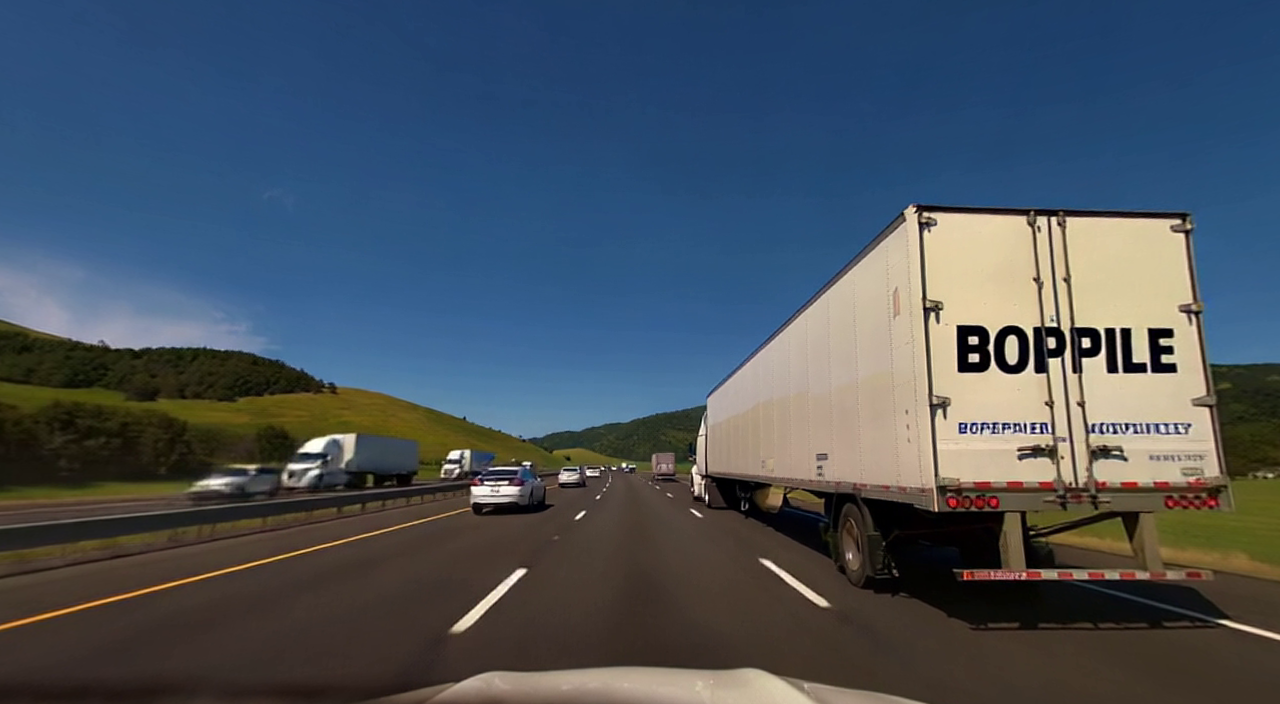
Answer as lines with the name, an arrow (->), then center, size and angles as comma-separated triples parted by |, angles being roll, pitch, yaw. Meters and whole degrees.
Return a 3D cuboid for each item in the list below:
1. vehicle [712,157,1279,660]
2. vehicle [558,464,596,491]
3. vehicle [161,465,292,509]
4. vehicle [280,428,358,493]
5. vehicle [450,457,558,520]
vehicle -> 3.761, 1.609, 12.033 | 2.839, 4.062, 14.051 | 1, -11, -1
vehicle -> -4.051, 8.185, 41.225 | 2.063, 1.671, 4.197 | 1, -11, 0
vehicle -> -15.529, 5.086, 24.010 | 1.995, 1.485, 4.370 | 1, -11, 0
vehicle -> -19.918, 6.798, 39.321 | 2.987, 3.793, 3.084 | 1, -11, -1
vehicle -> -3.792, 3.947, 18.588 | 2.088, 1.566, 4.853 | 1, -11, 0
